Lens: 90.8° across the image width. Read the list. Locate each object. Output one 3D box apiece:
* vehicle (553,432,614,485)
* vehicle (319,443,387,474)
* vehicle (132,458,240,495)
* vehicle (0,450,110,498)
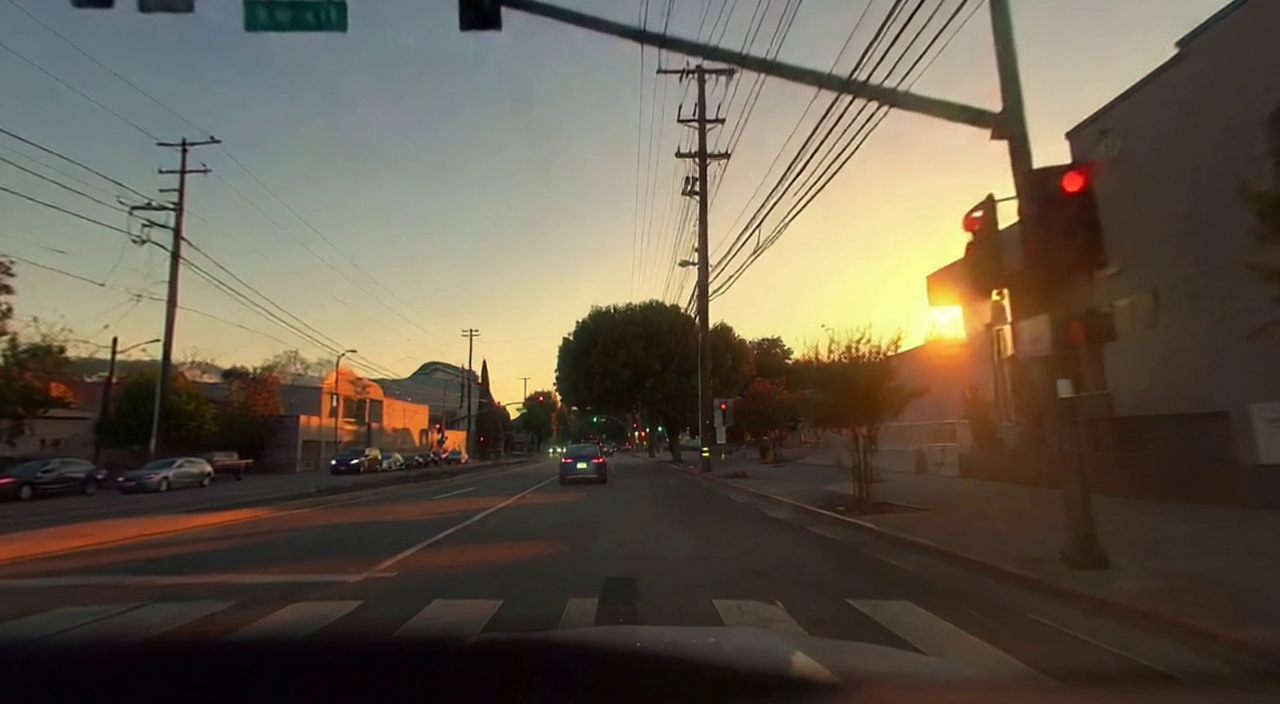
[{"bbox_3d":[-2.017,3.912,23.514,2.022,1.757,4.041,0,-8,-3],"label":"vehicle"},{"bbox_3d":[-21.365,7.944,47.456,2.369,2.159,6.388,0,-8,-3],"label":"vehicle"},{"bbox_3d":[-20.391,5.594,28.615,1.786,1.439,4.312,0,-8,-2],"label":"vehicle"},{"bbox_3d":[-25.871,5.269,27.168,4.508,1.776,1.932,-3,-7,3],"label":"vehicle"}]
